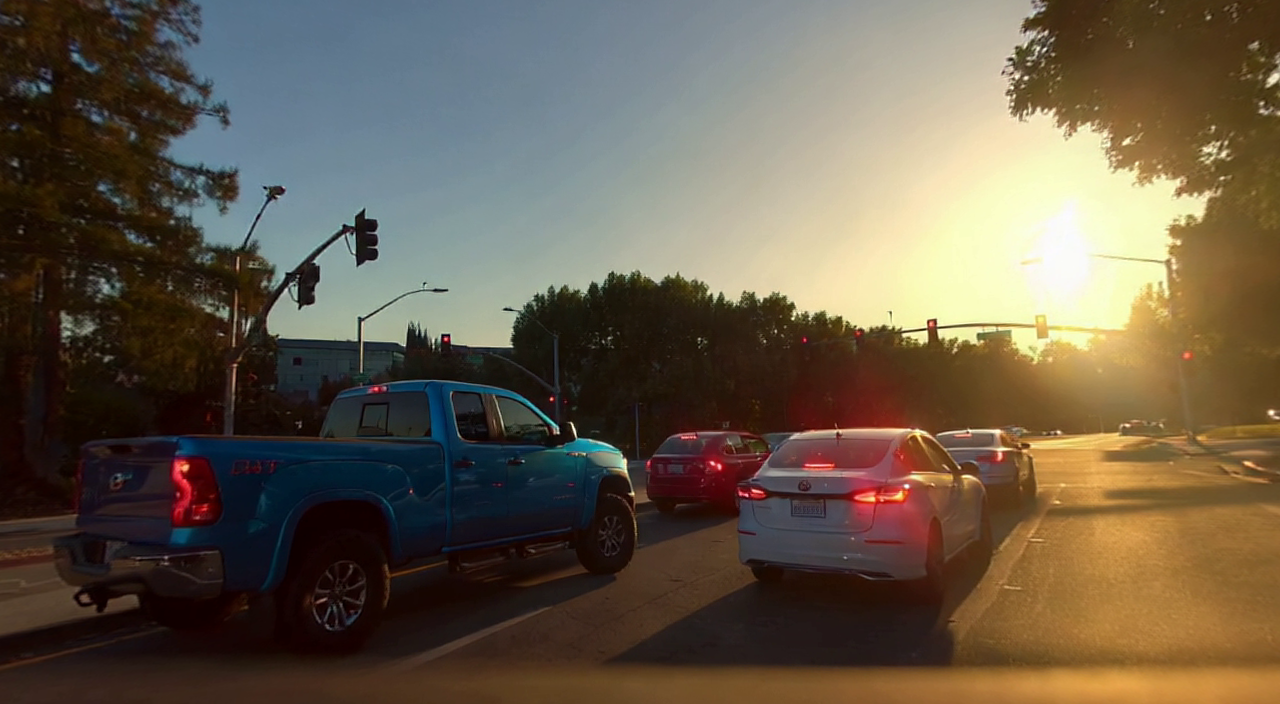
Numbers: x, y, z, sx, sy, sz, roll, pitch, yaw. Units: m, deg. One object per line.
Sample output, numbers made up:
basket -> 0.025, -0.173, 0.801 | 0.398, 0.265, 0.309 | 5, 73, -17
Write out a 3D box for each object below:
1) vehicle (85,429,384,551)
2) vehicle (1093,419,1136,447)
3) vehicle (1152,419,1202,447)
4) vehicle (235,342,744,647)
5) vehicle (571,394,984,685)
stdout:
vehicle -> -8.280, 2.747, 13.449 | 2.174, 2.057, 4.738 | -6, -10, 33
vehicle -> 32.809, 5.671, 43.715 | 2.160, 1.790, 4.303 | -6, -10, 35
vehicle -> 35.771, 5.473, 42.188 | 2.183, 1.714, 4.491 | -7, -11, 37
vehicle -> -0.875, 1.401, 7.470 | 2.272, 2.016, 6.146 | -5, -10, 27
vehicle -> 1.720, 1.375, 5.988 | 2.027, 1.549, 4.801 | -6, -10, 35
